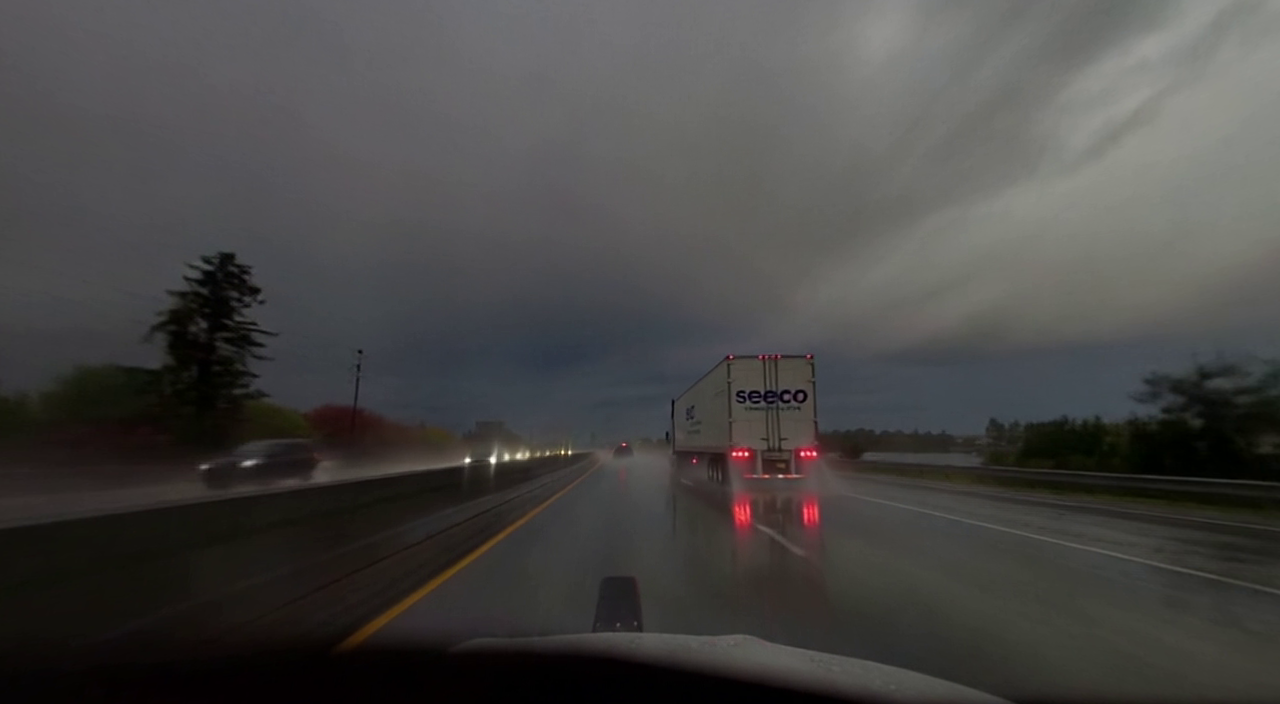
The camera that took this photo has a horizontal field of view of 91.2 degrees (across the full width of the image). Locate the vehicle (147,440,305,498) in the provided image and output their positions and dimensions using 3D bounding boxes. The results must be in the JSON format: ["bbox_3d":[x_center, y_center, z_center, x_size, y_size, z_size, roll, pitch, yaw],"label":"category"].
[{"bbox_3d":[-13.314,3.764,20.618,1.981,1.654,4.727,0,-9,0],"label":"vehicle"}]

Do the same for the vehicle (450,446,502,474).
[{"bbox_3d":[-9.512,6.273,36.620,1.956,1.538,4.361,0,-9,-1],"label":"vehicle"}]

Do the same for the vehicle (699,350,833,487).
[{"bbox_3d":[3.997,2.517,22.270,2.892,3.928,8.380,0,-9,-1],"label":"vehicle"}]
